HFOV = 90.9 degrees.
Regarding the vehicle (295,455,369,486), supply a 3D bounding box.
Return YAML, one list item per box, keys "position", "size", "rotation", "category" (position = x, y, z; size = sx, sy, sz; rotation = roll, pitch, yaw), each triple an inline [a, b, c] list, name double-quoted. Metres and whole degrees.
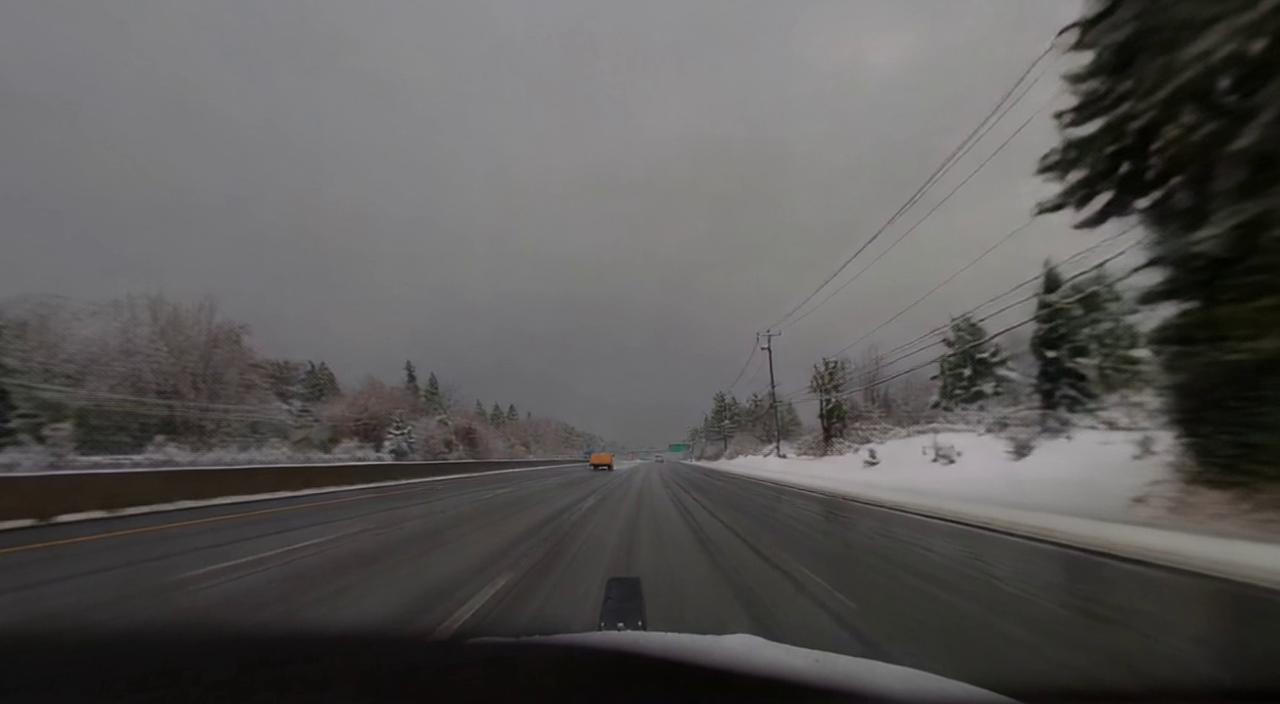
- position: [-18.070, 6.927, 37.213]
  size: [1.879, 1.641, 4.747]
  rotation: [0, -9, 1]
  category: "vehicle"
